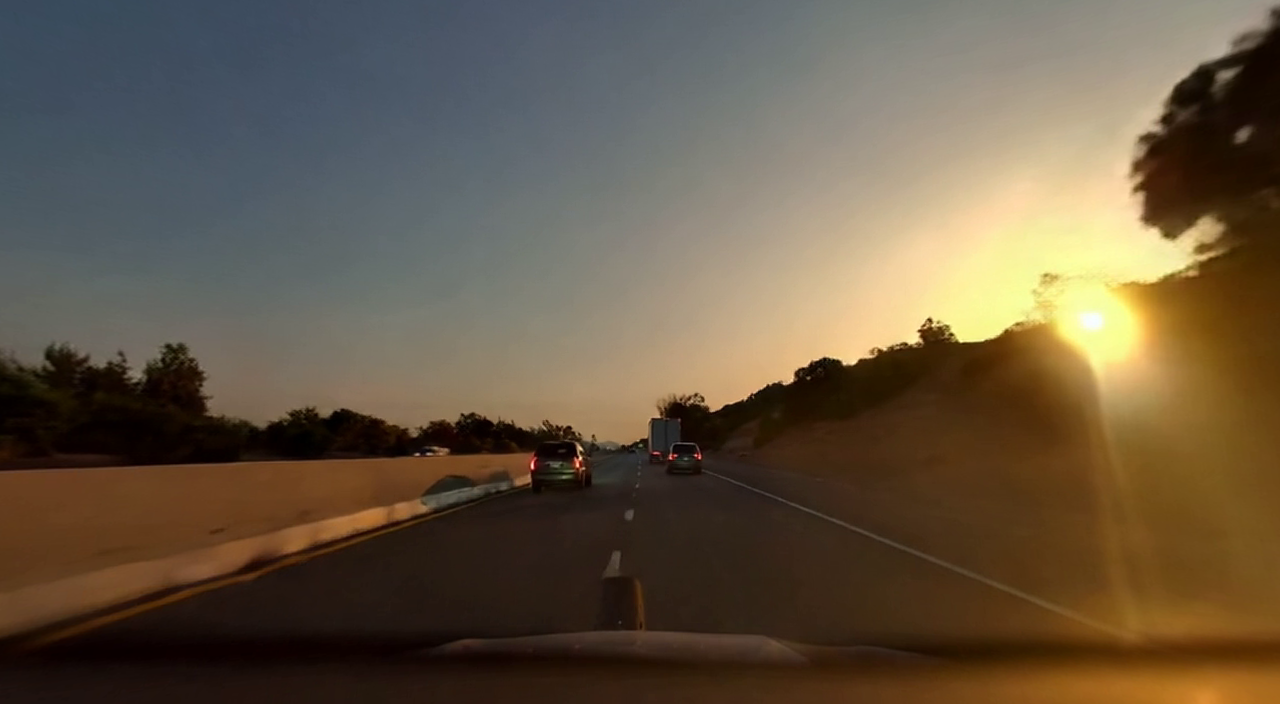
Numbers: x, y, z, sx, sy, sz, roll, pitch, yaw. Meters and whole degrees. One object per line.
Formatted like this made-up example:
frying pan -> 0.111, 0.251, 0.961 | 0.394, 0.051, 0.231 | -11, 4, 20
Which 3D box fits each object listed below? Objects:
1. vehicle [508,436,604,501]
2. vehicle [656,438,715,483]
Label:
vehicle -> -2.297, 3.364, 18.540 | 2.181, 1.653, 4.691 | 0, -9, 0
vehicle -> 1.826, 4.568, 26.594 | 2.230, 1.715, 4.243 | 0, -9, 0
